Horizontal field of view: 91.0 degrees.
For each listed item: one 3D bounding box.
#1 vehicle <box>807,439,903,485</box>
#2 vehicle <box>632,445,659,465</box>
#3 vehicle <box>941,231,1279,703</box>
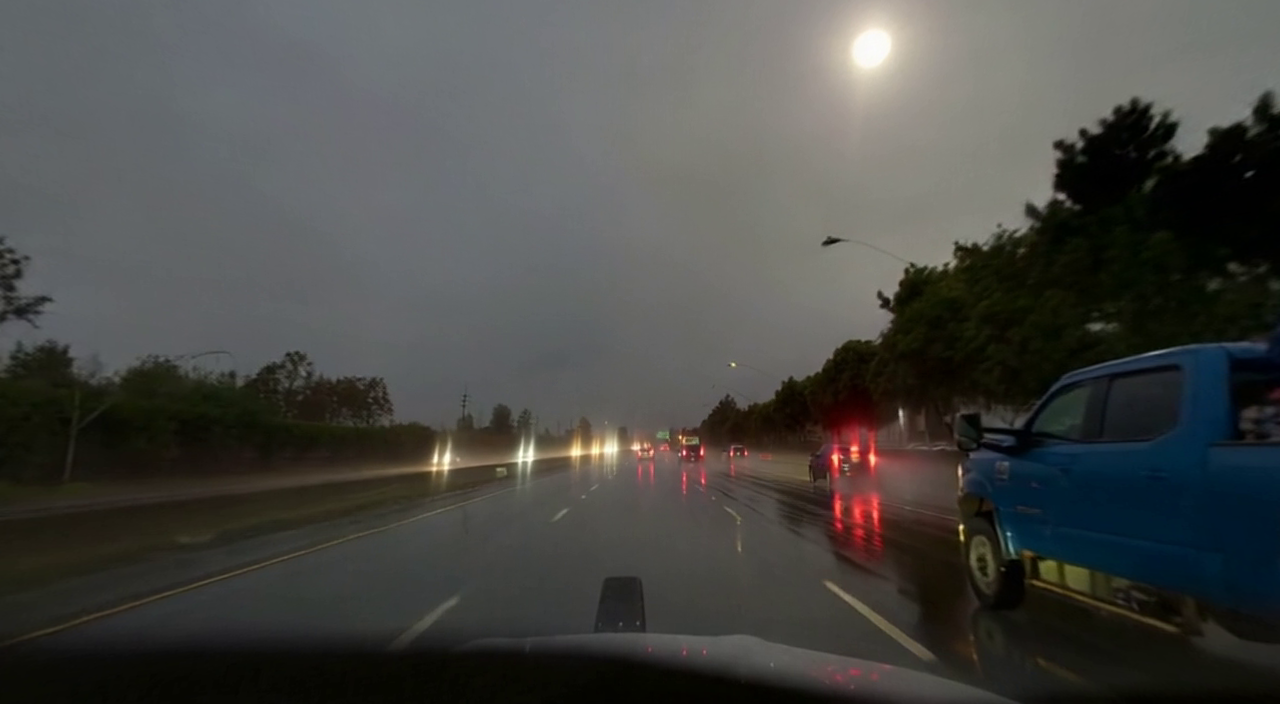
[{"bbox_3d":[7.862,4.059,23.509,1.989,1.526,4.443,0,-9,0],"label":"vehicle"},{"bbox_3d":[0.429,8.061,49.346,2.030,1.473,3.926,0,-9,0],"label":"vehicle"},{"bbox_3d":[3.707,0.556,2.391,2.354,2.079,5.586,0,-9,0],"label":"vehicle"}]
